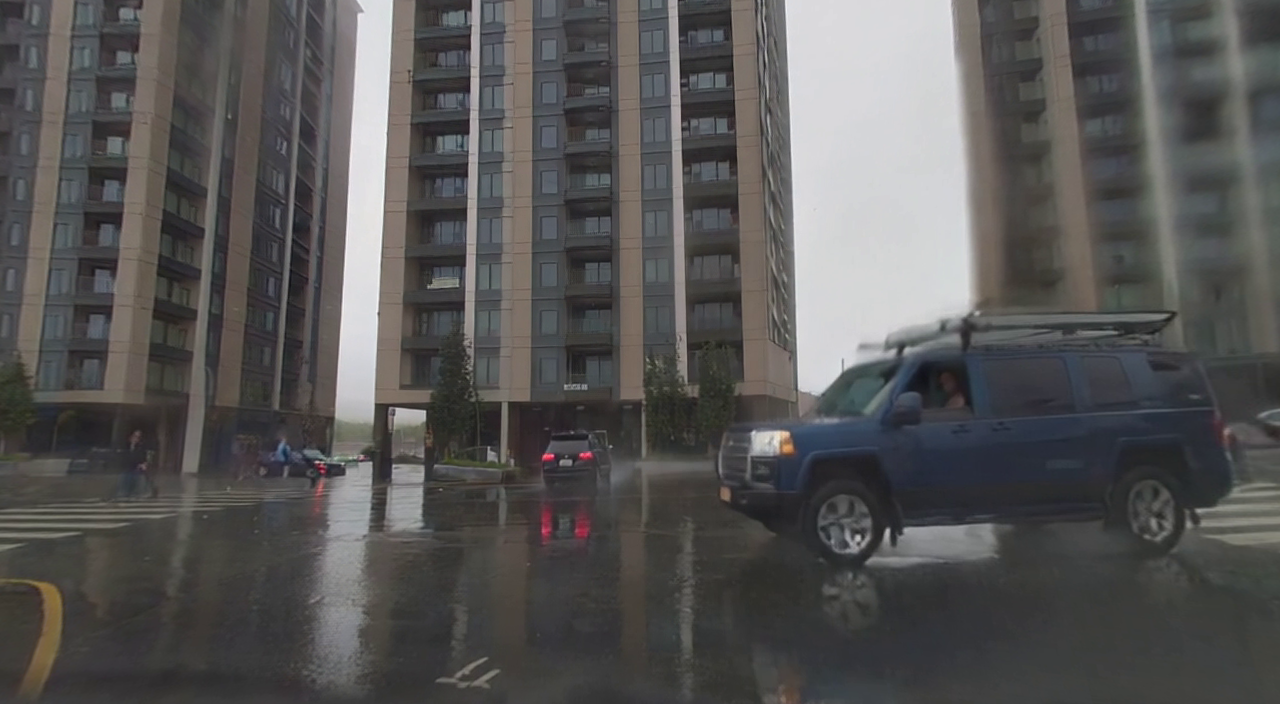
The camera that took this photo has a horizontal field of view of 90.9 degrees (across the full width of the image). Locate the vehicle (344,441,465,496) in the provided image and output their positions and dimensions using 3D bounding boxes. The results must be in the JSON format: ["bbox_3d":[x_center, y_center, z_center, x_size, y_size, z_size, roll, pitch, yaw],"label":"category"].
[{"bbox_3d":[-8.162,4.074,22.438,2.395,1.719,4.549,0,-8,2],"label":"vehicle"}]

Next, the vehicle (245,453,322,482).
[{"bbox_3d":[-19.432,6.293,34.510,3.467,1.456,1.649,4,-9,-24],"label":"vehicle"}]

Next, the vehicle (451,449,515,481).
[{"bbox_3d":[-7.892,5.707,32.182,2.164,1.494,4.235,0,-8,0],"label":"vehicle"}]

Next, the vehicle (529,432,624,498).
[{"bbox_3d":[-1.748,3.324,18.879,2.144,1.733,4.115,-1,-8,4],"label":"vehicle"}]

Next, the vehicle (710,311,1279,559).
[{"bbox_3d":[4.532,1.092,8.361,6.932,2.753,2.446,0,-8,2],"label":"vehicle"}]
